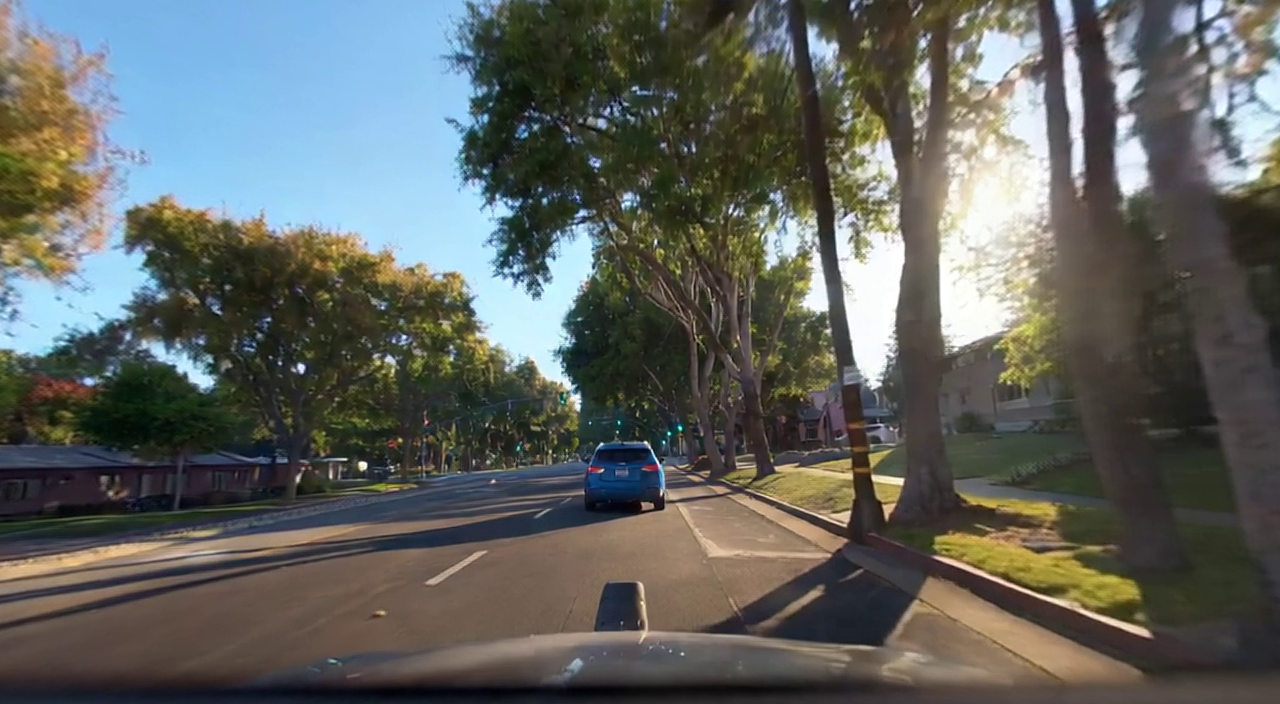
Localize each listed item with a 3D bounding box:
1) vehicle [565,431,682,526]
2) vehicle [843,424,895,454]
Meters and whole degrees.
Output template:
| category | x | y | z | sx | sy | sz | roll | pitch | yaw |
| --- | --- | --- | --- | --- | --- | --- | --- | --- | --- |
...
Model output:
| category | x | y | z | sx | sy | sz | roll | pitch | yaw |
| --- | --- | --- | --- | --- | --- | --- | --- | --- | --- |
| vehicle | -0.345 | 2.622 | 13.618 | 2.136 | 1.703 | 3.910 | 0 | -9 | -1 |
| vehicle | 16.169 | 6.251 | 44.983 | 2.039 | 1.990 | 5.111 | -1 | -9 | 4 |
